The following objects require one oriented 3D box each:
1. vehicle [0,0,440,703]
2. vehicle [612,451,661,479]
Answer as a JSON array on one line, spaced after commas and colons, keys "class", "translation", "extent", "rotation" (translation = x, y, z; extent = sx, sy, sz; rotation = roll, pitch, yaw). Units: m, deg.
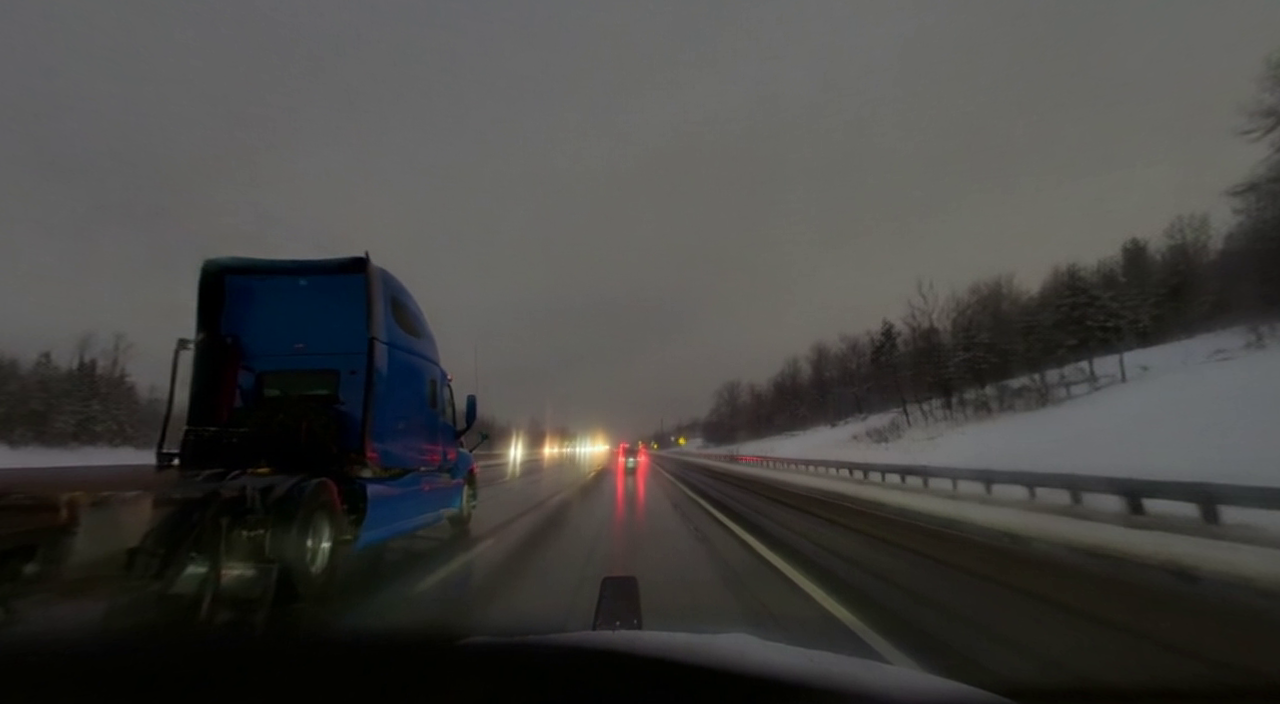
[{"class": "vehicle", "translation": [-4.001, -0.453, 0.669], "extent": [2.914, 4.039, 14.493], "rotation": [0, -9, 0]}, {"class": "vehicle", "translation": [-0.231, 6.064, 34.041], "extent": [2.398, 1.336, 5.698], "rotation": [0, -9, -1]}]
